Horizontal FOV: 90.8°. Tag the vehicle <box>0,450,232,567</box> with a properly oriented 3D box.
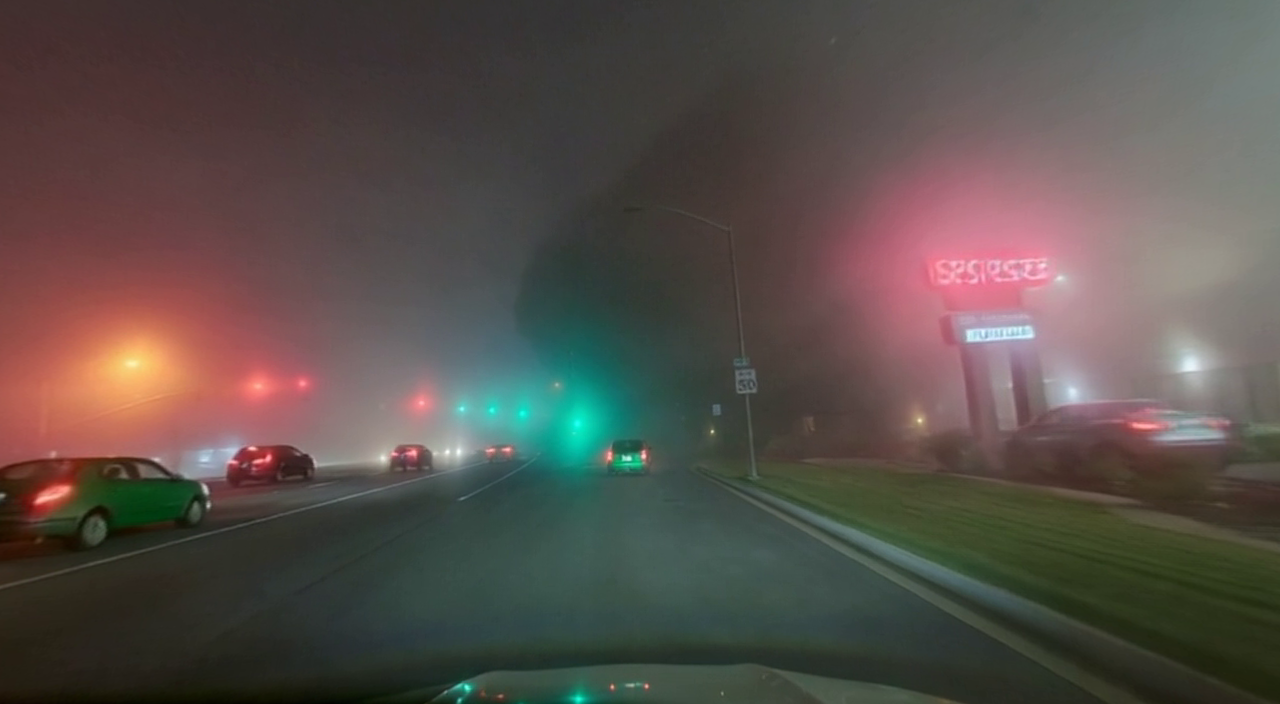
[{"bbox_3d":[-9.114,2.369,10.415,1.958,1.455,4.504,0,-8,-3],"label":"vehicle"}]

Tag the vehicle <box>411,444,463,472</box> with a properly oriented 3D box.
[{"bbox_3d":[-11.610,6.091,36.495,1.905,1.482,4.463,0,-8,-5],"label":"vehicle"}]

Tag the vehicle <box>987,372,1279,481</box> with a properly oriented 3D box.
[{"bbox_3d":[9.167,1.481,12.123,1.911,1.658,4.703,1,-8,-7],"label":"vehicle"}]

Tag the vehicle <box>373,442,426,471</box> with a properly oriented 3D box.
[{"bbox_3d":[-15.395,6.709,40.717,2.020,1.709,4.343,0,-8,-5],"label":"vehicle"}]

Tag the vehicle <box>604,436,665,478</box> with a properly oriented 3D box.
[{"bbox_3d":[-0.128,4.144,25.116,2.070,1.493,4.570,-1,-8,4],"label":"vehicle"}]

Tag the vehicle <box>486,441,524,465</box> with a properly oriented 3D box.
[{"bbox_3d":[-9.100,6.846,42.885,1.912,1.487,4.471,0,-8,-5],"label":"vehicle"}]
